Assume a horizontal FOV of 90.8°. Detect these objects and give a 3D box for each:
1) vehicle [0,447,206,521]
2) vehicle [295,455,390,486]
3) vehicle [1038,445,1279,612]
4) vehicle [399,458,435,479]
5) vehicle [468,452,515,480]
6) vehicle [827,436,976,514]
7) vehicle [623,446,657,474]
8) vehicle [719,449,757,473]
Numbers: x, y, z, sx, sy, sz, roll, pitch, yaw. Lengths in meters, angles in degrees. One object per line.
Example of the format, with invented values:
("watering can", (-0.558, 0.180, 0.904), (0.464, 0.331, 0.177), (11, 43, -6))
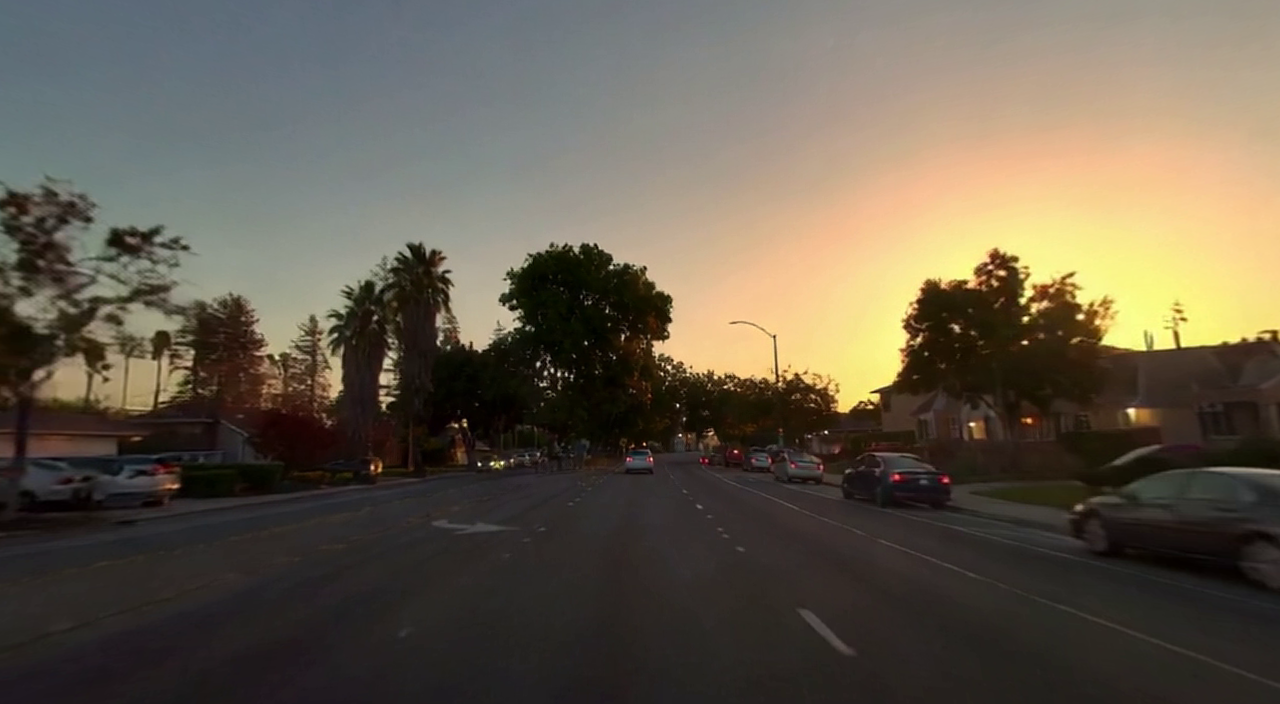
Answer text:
("vehicle", (-16.756, 4.035, 19.994), (2.185, 1.993, 5.054), (-1, -9, 4))
("vehicle", (-17.695, 7.064, 37.729), (4.683, 1.686, 1.950), (-1, -9, 2))
("vehicle", (6.851, 1.789, 6.954), (1.947, 1.505, 4.759), (-1, -9, 2))
("vehicle", (-17.125, 8.943, 48.699), (1.847, 1.507, 4.632), (1, -9, -11))
("vehicle", (-11.501, 8.841, 49.184), (2.157, 1.969, 5.725), (-3, -10, 1))
("vehicle", (7.017, 3.342, 17.766), (2.035, 1.822, 5.449), (-1, -9, 2))
("vehicle", (-0.052, 7.521, 44.321), (2.248, 1.833, 4.798), (0, -9, -1))
("vehicle", (7.359, 8.261, 47.908), (2.024, 1.687, 4.477), (0, -9, -1))
